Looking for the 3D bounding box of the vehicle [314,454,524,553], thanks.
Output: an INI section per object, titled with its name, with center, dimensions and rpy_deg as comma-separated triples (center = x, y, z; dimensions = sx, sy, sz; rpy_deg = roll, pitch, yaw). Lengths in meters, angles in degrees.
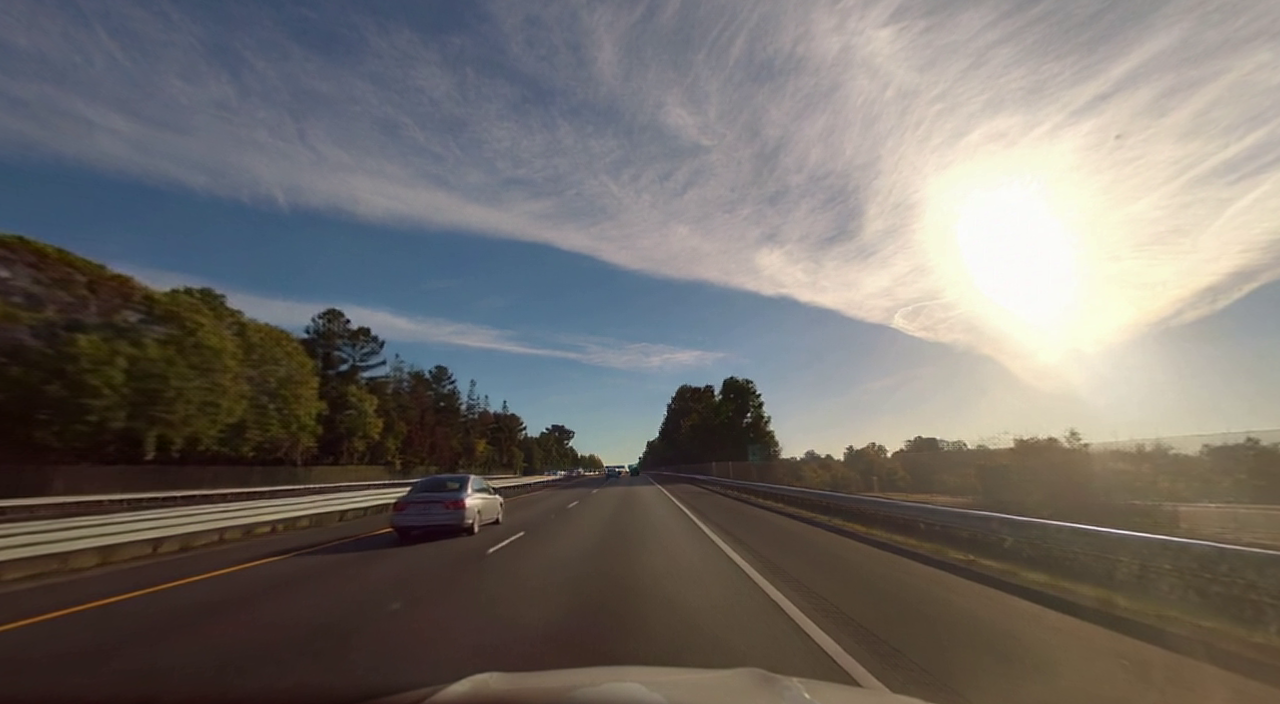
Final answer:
[vehicle]
center = -3.821, 2.775, 12.114
dimensions = 2.146, 1.441, 5.020
rpy_deg = 1, -11, 1
